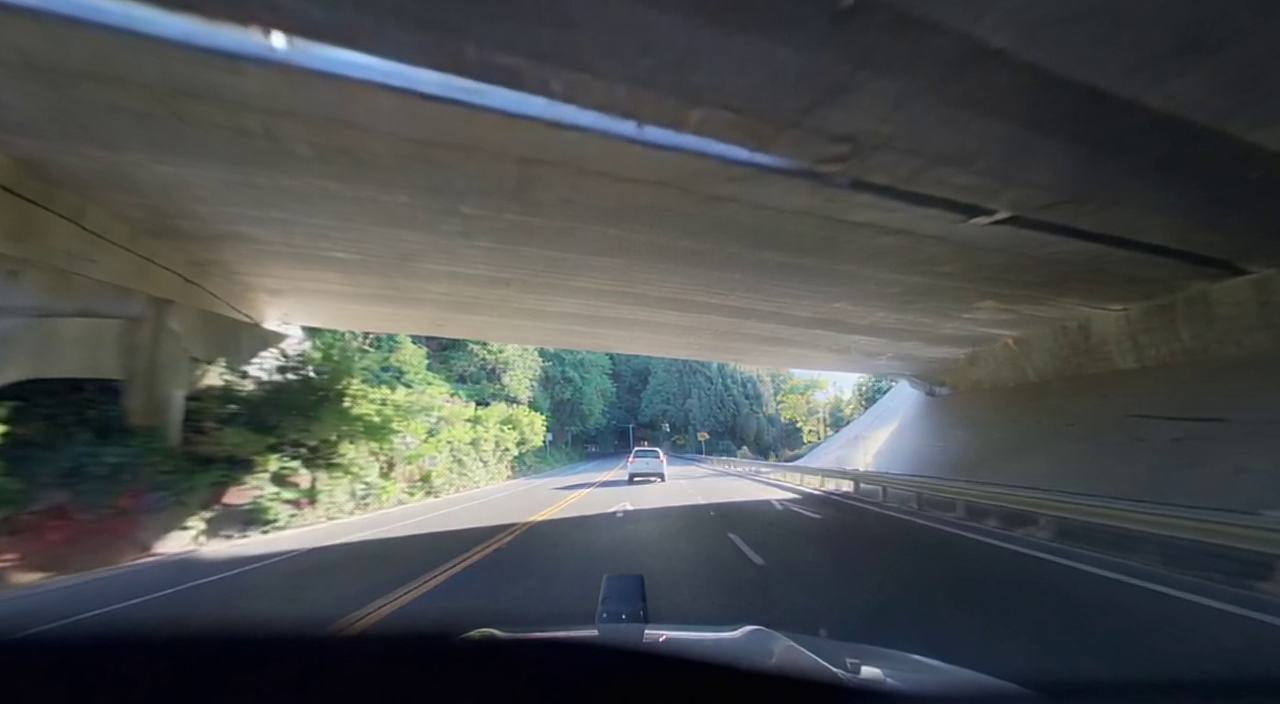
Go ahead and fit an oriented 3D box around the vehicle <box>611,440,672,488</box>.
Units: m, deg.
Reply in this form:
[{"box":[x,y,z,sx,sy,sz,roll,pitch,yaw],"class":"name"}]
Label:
[{"box":[0.076,4.036,22.921,2.037,1.601,3.643,0,-9,1],"class":"vehicle"}]
